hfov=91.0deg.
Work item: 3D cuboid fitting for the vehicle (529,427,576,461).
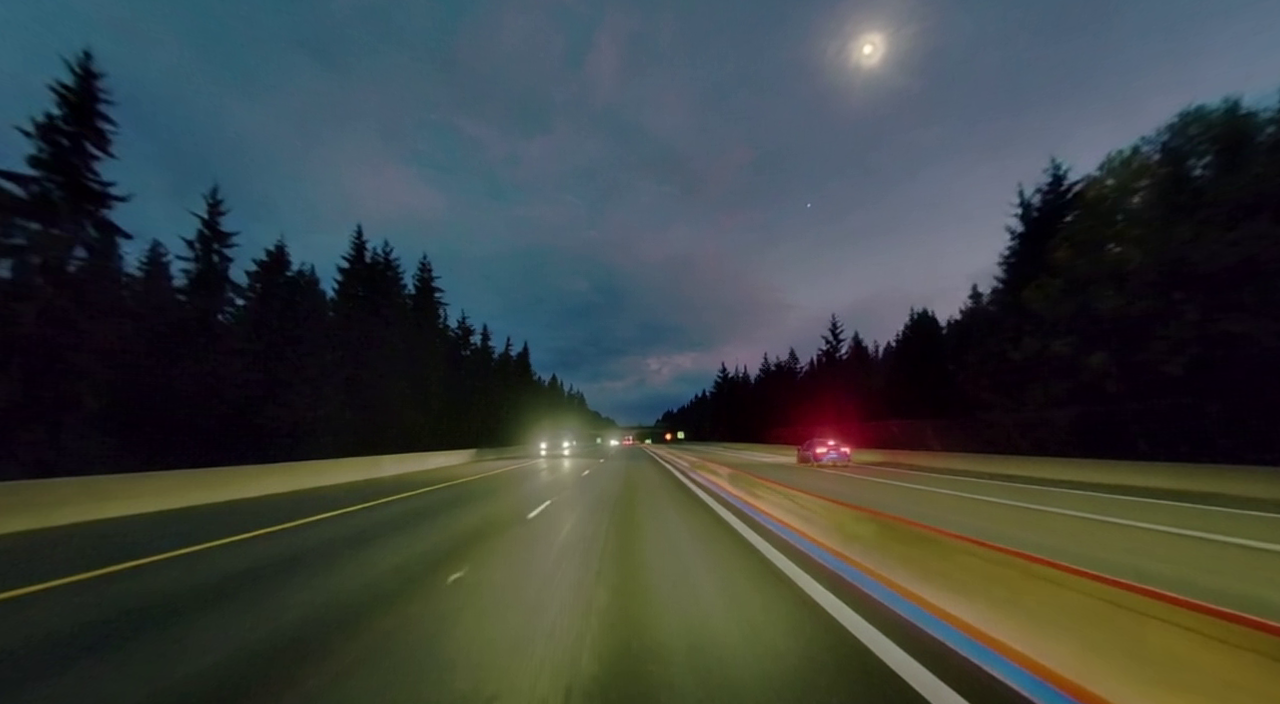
[{"bbox_3d":[-5.445,5.804,39.829,2.272,1.960,5.191,0,-8,-1],"label":"vehicle"}]
